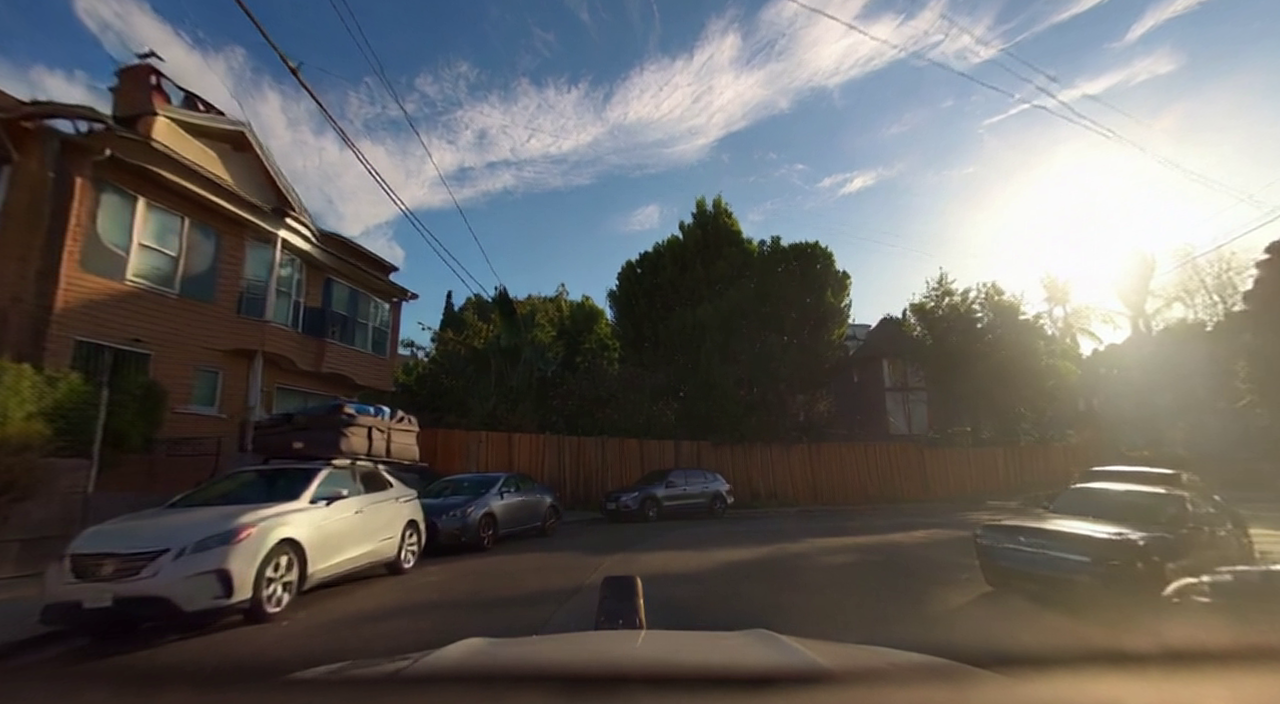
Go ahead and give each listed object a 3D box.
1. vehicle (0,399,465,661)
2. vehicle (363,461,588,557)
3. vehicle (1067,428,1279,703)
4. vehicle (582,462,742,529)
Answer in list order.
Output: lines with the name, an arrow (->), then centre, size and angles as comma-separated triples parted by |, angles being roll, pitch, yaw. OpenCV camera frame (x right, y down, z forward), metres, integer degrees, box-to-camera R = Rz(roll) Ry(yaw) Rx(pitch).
vehicle -> -3.896, 1.759, 6.926 | 2.247, 1.702, 5.043 | -4, -12, 4
vehicle -> -2.918, 2.987, 12.477 | 1.943, 1.475, 4.701 | -6, -12, 19
vehicle -> 3.668, 0.902, 1.540 | 1.910, 1.477, 4.569 | 0, -9, -2
vehicle -> 0.704, 3.992, 18.076 | 4.217, 1.547, 2.082 | 7, -11, -39
